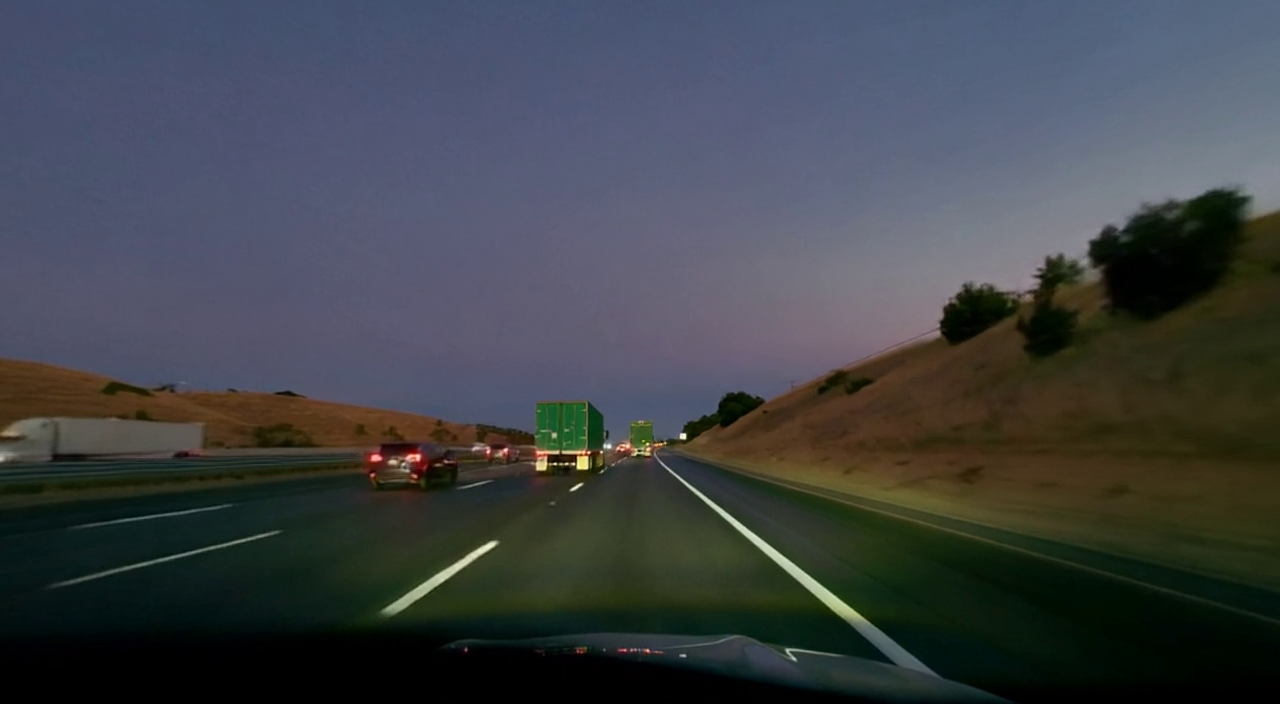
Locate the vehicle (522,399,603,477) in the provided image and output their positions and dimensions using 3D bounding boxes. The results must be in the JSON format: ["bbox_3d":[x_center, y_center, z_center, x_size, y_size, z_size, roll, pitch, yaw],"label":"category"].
[{"bbox_3d":[-3.622,4.500,32.442,2.789,3.271,10.894,0,-9,0],"label":"vehicle"}]

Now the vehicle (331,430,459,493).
[{"bbox_3d":[-7.550,3.431,20.035,2.125,1.725,4.715,0,-9,0],"label":"vehicle"}]

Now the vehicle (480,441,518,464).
[{"bbox_3d":[-10.871,7.804,48.842,1.964,1.652,4.071,0,-9,1],"label":"vehicle"}]
